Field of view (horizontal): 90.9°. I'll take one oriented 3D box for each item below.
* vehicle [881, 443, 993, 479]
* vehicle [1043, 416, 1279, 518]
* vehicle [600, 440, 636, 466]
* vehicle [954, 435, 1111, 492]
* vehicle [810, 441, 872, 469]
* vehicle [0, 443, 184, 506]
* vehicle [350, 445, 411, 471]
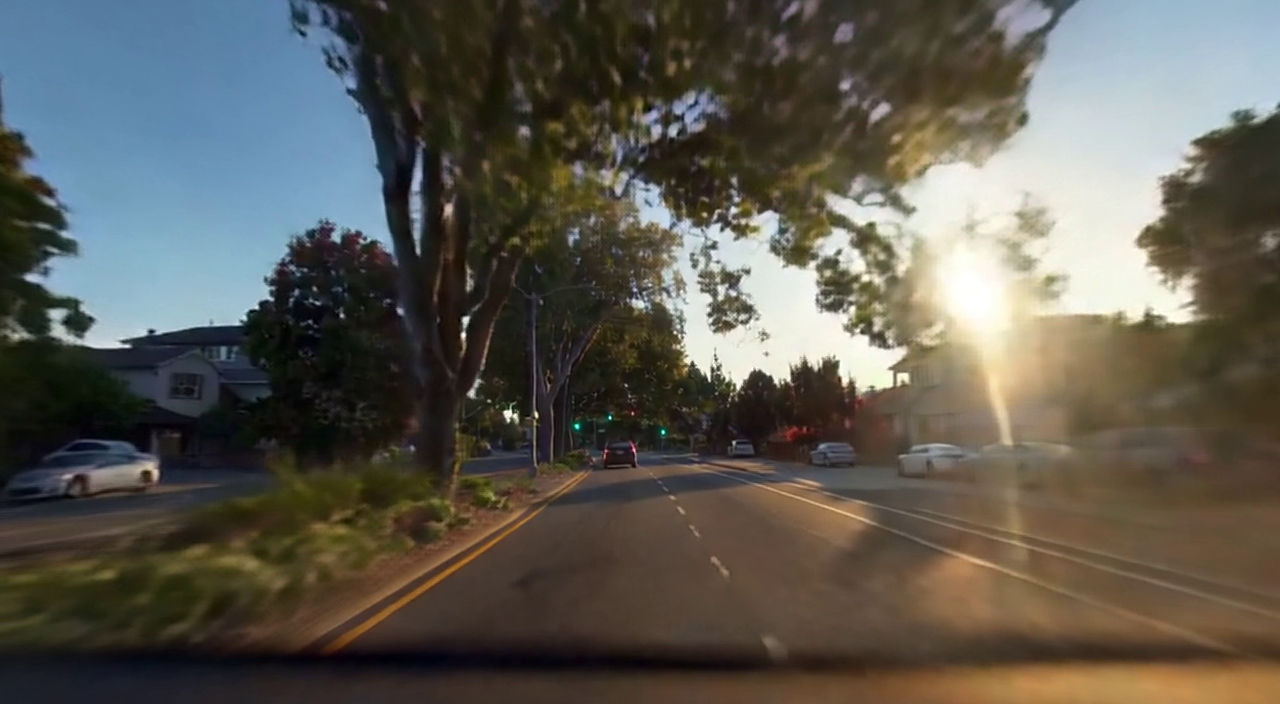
[{"bbox_3d":[11.402,4.218,24.653,2.015,1.231,4.748,0,-9,-1],"label":"vehicle"},{"bbox_3d":[11.484,2.389,13.582,2.147,1.767,5.125,0,-9,0],"label":"vehicle"},{"bbox_3d":[-1.409,6.292,39.404,2.113,1.462,4.203,0,-9,-3],"label":"vehicle"},{"bbox_3d":[11.733,3.351,19.288,1.791,1.503,4.560,0,-9,-1],"label":"vehicle"},{"bbox_3d":[11.222,5.749,35.444,1.839,1.445,4.484,0,-9,-2],"label":"vehicle"},{"bbox_3d":[-15.214,3.352,17.644,1.884,1.540,3.927,0,-9,1],"label":"vehicle"},{"bbox_3d":[-15.872,6.501,38.838,2.070,1.469,4.524,0,-9,-3],"label":"vehicle"}]
